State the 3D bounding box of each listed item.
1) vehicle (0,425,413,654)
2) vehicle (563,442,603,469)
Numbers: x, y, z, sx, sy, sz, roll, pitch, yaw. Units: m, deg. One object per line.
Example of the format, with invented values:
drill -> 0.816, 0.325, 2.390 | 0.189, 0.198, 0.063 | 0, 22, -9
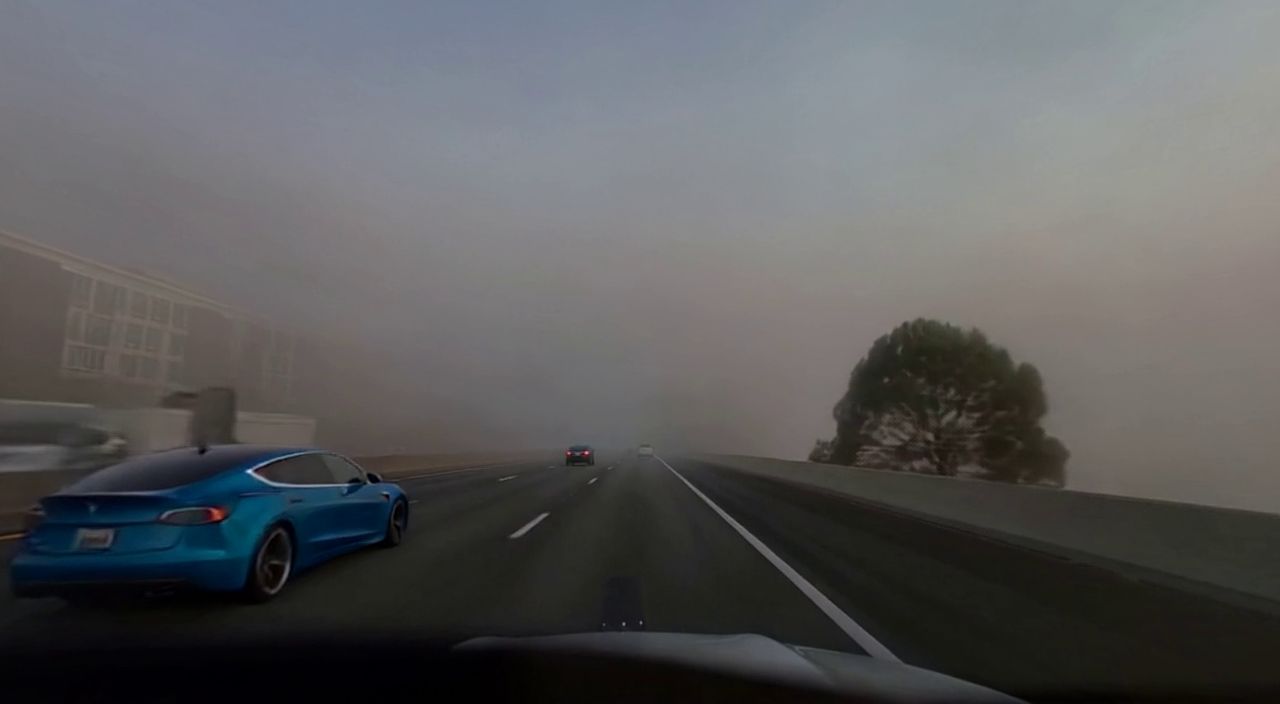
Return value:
vehicle -> -4.160, 1.543, 6.358 | 2.083, 1.471, 4.350 | 0, -8, 1
vehicle -> -3.278, 6.034, 37.106 | 1.926, 1.464, 4.186 | 0, -8, 0
